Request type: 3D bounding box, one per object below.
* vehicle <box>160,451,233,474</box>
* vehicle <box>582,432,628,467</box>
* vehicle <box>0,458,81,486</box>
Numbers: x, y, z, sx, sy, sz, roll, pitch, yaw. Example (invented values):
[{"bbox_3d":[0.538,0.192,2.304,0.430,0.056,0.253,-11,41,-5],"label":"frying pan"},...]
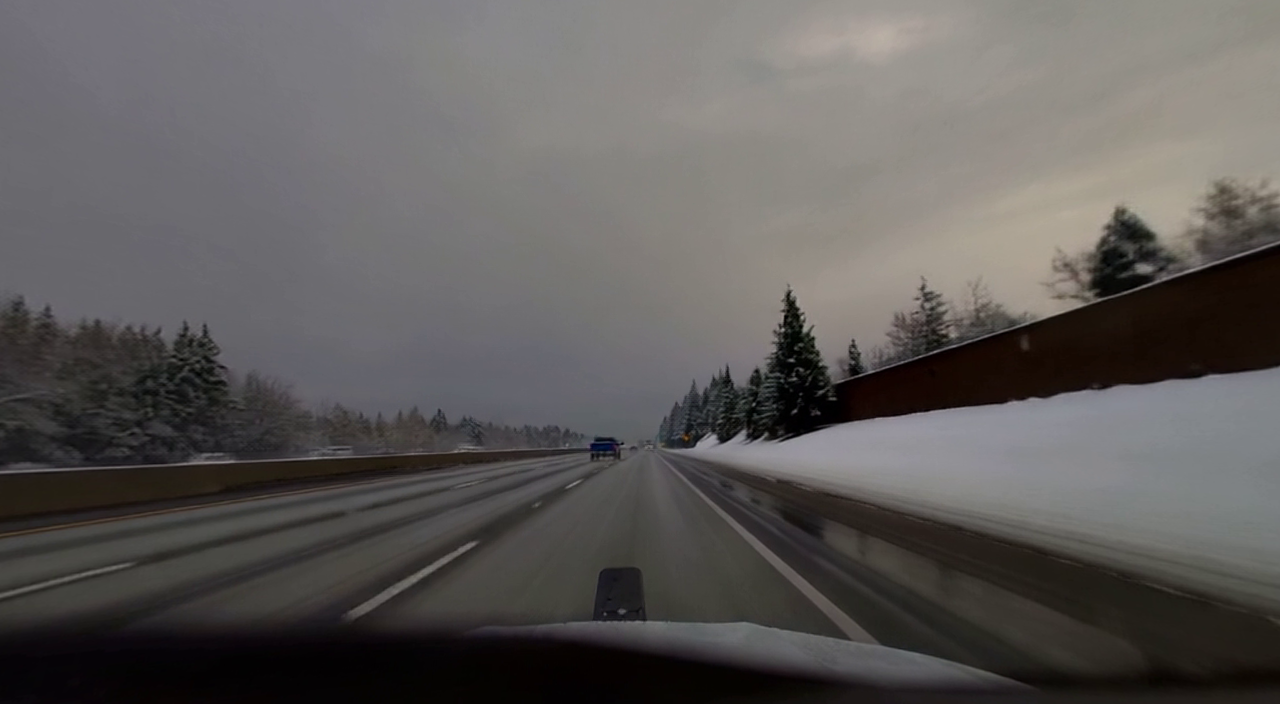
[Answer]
[{"bbox_3d":[-32.648,8.123,46.529,1.944,1.542,4.649,0,-8,1],"label":"vehicle"},{"bbox_3d":[-2.256,6.584,42.836,2.604,2.170,6.271,-1,-8,2],"label":"vehicle"},{"bbox_3d":[-36.842,7.216,38.049,1.870,1.489,4.644,0,-8,1],"label":"vehicle"}]
